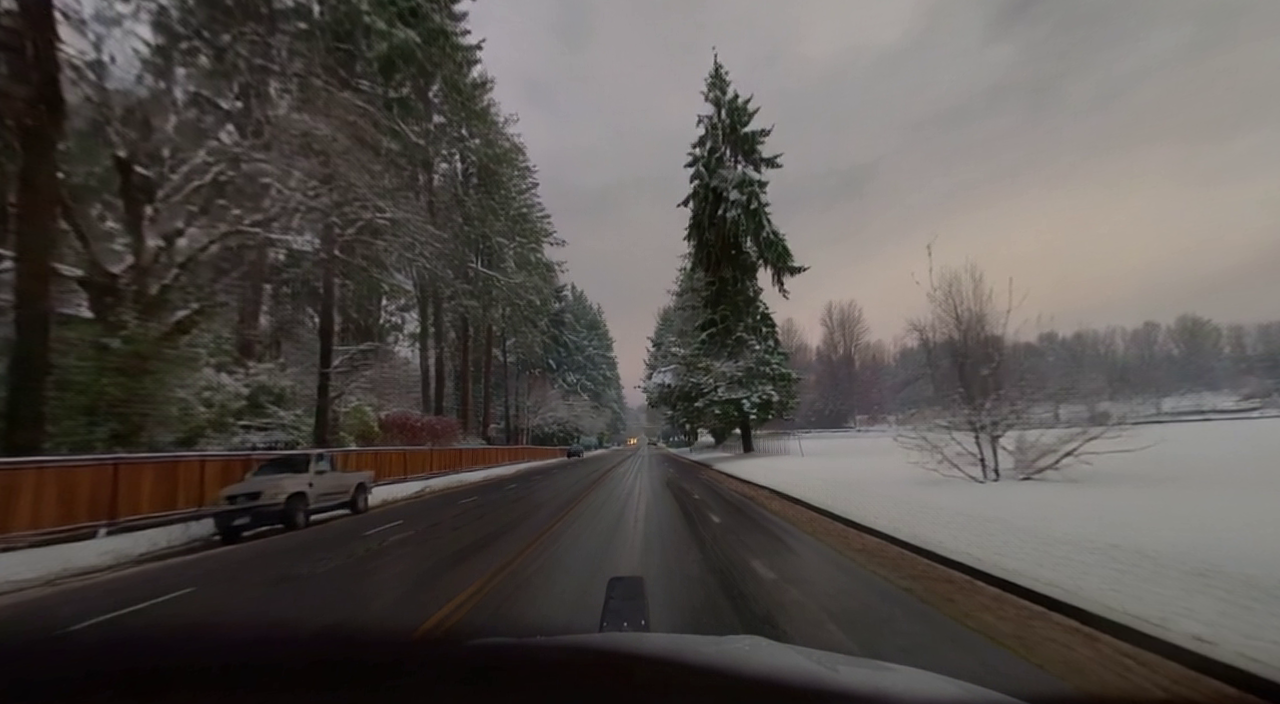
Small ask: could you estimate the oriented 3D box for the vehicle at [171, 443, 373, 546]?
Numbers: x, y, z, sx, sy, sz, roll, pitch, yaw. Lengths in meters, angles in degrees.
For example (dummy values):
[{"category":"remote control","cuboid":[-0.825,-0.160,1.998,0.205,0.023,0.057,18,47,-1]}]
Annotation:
[{"category":"vehicle","cuboid":[-7.721,2.958,13.797,1.945,1.760,4.021,-3,-8,2]}]
